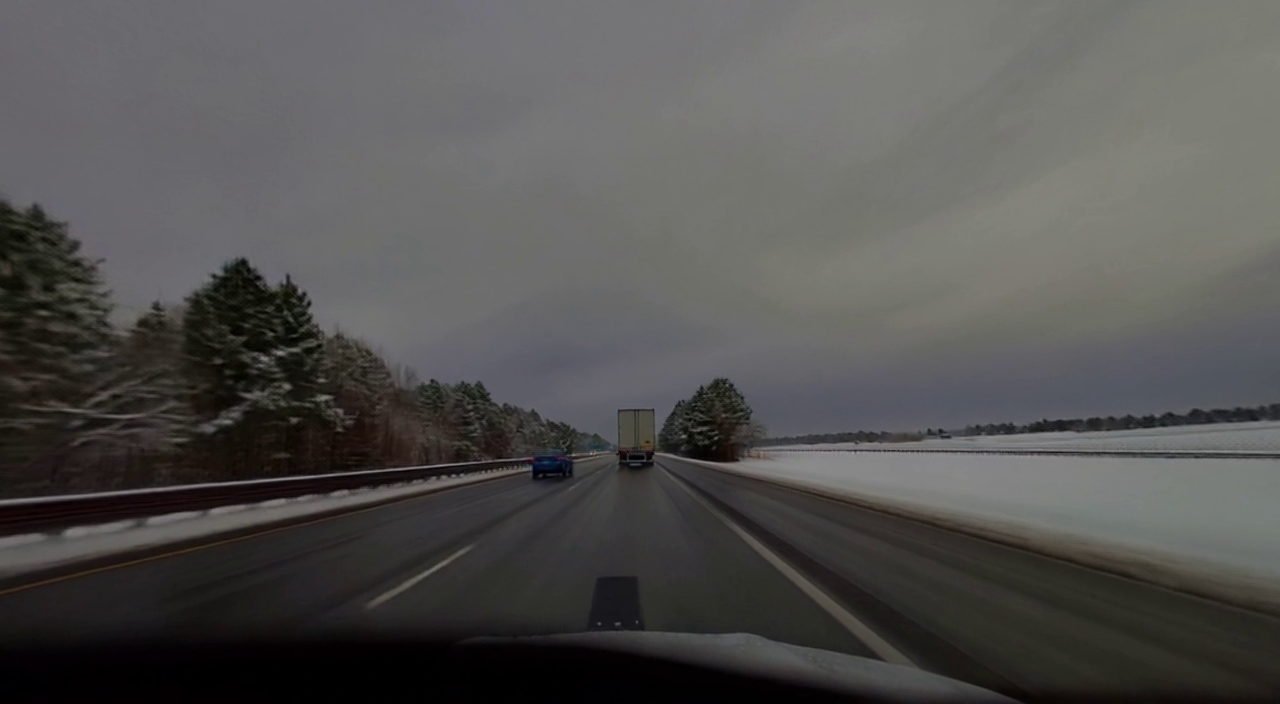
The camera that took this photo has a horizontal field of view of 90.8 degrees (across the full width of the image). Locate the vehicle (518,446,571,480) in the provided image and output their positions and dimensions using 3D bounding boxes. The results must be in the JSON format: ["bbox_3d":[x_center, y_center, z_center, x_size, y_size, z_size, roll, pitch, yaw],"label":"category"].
[{"bbox_3d":[-4.494,5.291,30.302,1.937,1.493,3.779,0,-9,0],"label":"vehicle"}]
